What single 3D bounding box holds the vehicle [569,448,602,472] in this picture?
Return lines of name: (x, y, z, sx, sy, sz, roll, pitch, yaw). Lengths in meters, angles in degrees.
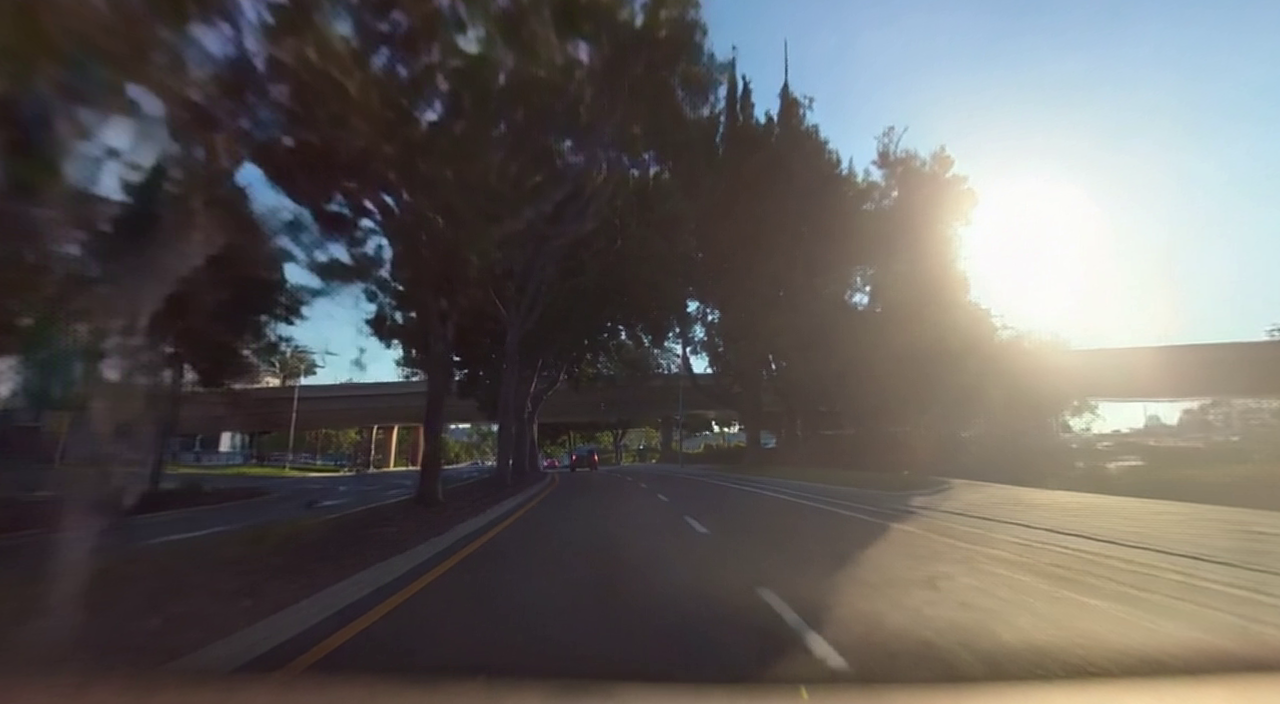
vehicle: (-4.185, 8.132, 47.826, 2.184, 1.713, 4.231, 1, -9, -9)
